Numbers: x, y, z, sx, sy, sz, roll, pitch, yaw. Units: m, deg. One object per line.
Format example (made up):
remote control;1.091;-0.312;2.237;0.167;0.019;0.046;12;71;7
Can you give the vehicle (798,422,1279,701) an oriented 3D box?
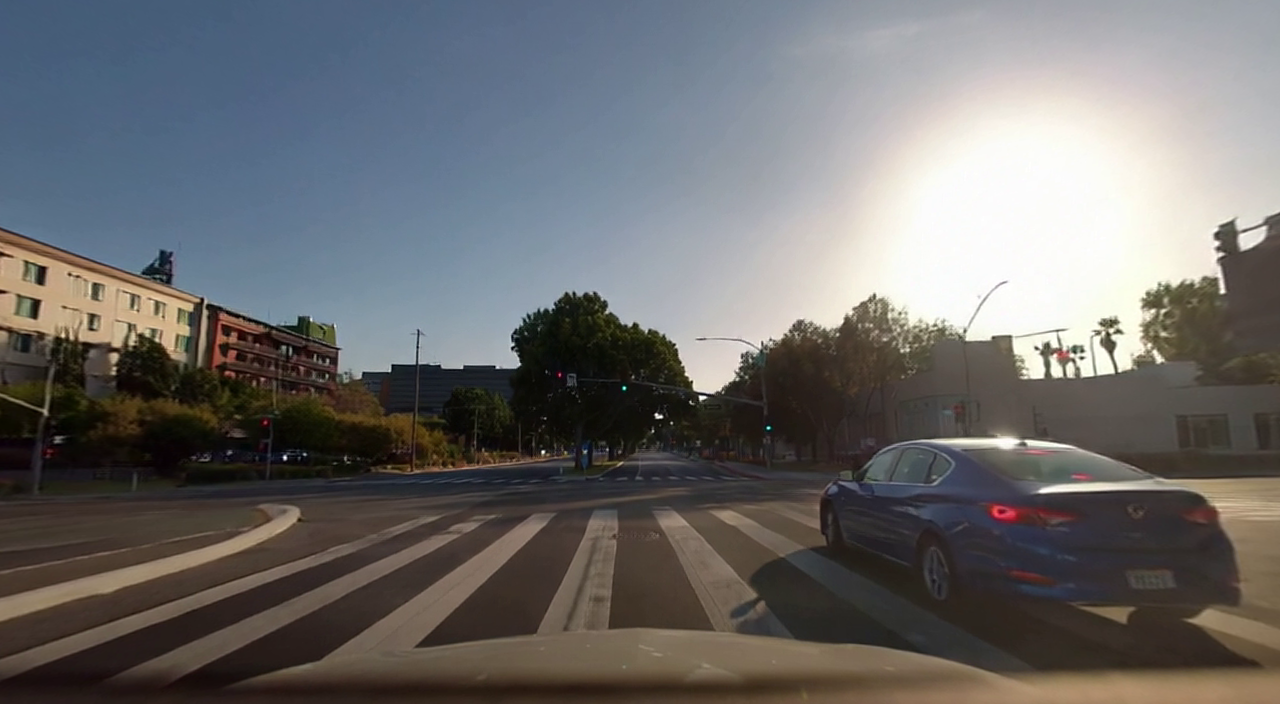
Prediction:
vehicle;3.196;1.530;5.989;2.089;1.539;4.767;0;-9;-1
